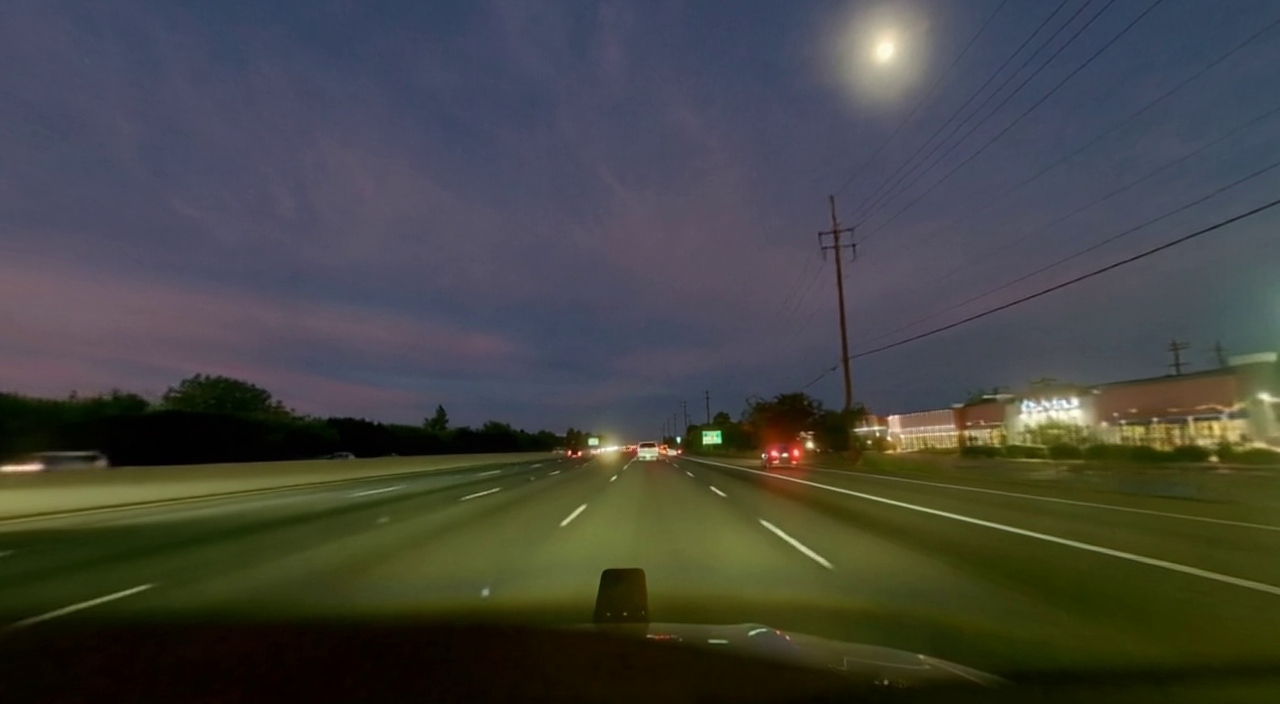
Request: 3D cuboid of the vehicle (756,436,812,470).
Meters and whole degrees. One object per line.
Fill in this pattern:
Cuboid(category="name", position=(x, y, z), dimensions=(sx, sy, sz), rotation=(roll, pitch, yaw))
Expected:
Cuboid(category="vehicle", position=(7.624, 5.397, 33.784), dimensions=(1.937, 1.698, 4.322), rotation=(0, -8, -1))
